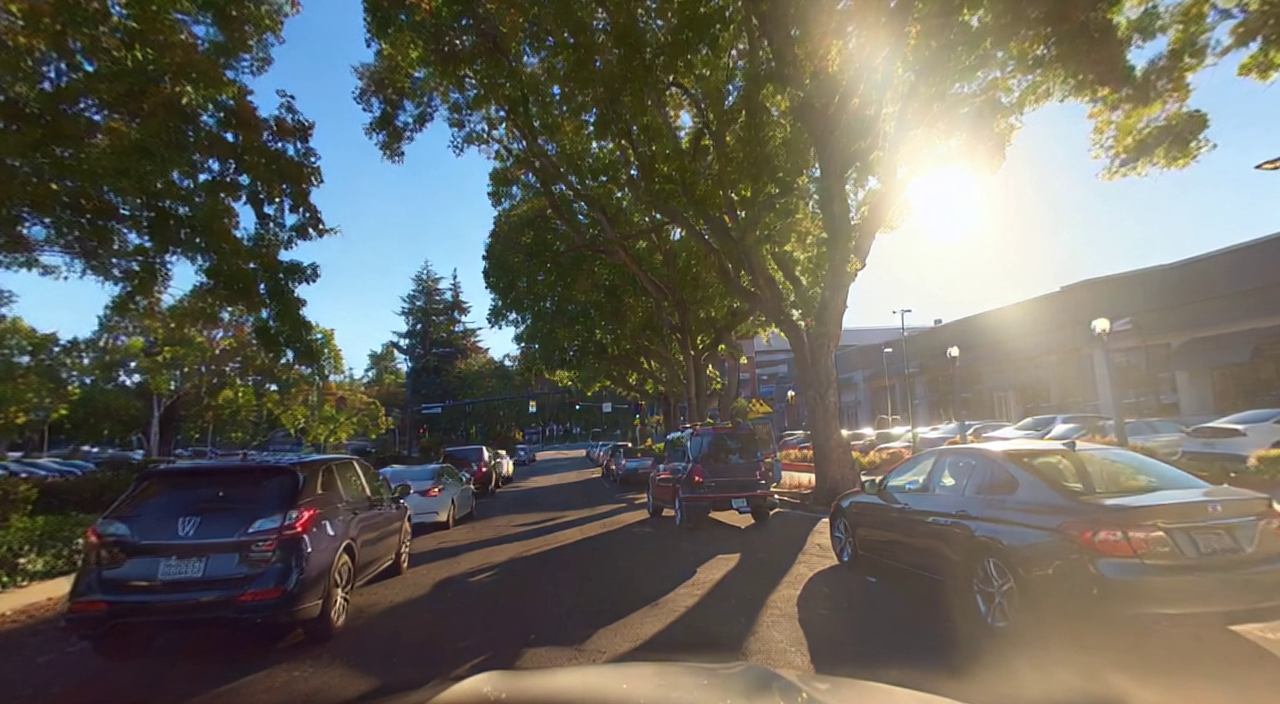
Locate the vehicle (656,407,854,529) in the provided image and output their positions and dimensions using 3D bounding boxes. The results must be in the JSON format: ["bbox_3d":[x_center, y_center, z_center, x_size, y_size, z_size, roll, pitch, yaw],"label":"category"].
[{"bbox_3d":[1.905,2.244,12.870,2.324,1.907,5.634,1,-8,-7],"label":"vehicle"}]

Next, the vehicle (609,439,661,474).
[{"bbox_3d":[-0.319,4.779,29.189,1.910,1.493,4.490,1,-8,-7],"label":"vehicle"}]

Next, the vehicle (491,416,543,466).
[{"bbox_3d":[-8.583,6.363,45.040,2.820,3.263,7.986,1,-8,-6],"label":"vehicle"}]

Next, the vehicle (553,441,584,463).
[{"bbox_3d":[-5.276,7.343,46.531,2.095,1.473,4.301,1,-8,-7],"label":"vehicle"}]

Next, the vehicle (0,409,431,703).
[{"bbox_3d":[-2.903,1.341,5.131,1.968,1.497,4.286,2,-9,-14],"label":"vehicle"}]

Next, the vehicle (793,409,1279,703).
[{"bbox_3d":[3.160,1.399,5.634,1.904,1.494,4.864,1,-8,-6],"label":"vehicle"}]
